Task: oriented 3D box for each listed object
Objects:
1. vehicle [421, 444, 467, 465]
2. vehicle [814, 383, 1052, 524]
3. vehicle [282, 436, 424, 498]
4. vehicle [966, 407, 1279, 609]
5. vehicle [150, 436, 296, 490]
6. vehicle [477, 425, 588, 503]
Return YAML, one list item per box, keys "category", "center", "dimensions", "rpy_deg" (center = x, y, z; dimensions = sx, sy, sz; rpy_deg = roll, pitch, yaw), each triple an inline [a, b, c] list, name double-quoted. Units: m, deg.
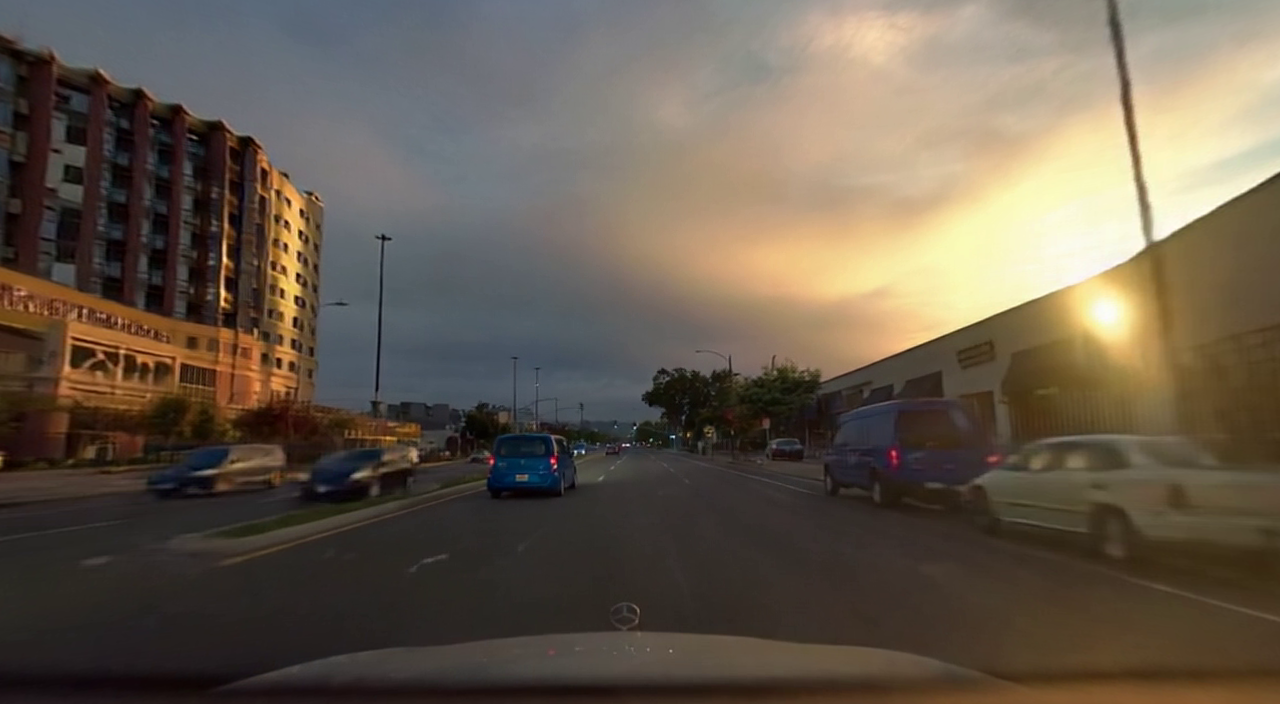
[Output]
- category: "vehicle"
  center: [-14.459, 7.566, 46.663]
  dimensions: [1.909, 1.490, 4.531]
  rpy_deg: [0, -8, 1]
- category: "vehicle"
  center: [6.268, 2.321, 14.760]
  dimensions: [2.642, 2.582, 6.157]
  rpy_deg: [0, -8, 1]
- category: "vehicle"
  center: [-7.830, 3.156, 17.677]
  dimensions: [1.990, 1.513, 4.176]
  rpy_deg: [0, -8, 0]
- category: "vehicle"
  center: [6.431, 1.727, 8.034]
  dimensions: [1.942, 1.753, 4.912]
  rpy_deg: [0, -8, 1]
- category: "vehicle"
  center: [-14.602, 3.882, 22.411]
  dimensions: [1.993, 1.710, 4.520]
  rpy_deg: [0, -8, 1]
- category: "vehicle"
  center: [-2.561, 2.788, 16.024]
  dimensions: [2.080, 1.722, 3.766]
  rpy_deg: [0, -8, 1]
